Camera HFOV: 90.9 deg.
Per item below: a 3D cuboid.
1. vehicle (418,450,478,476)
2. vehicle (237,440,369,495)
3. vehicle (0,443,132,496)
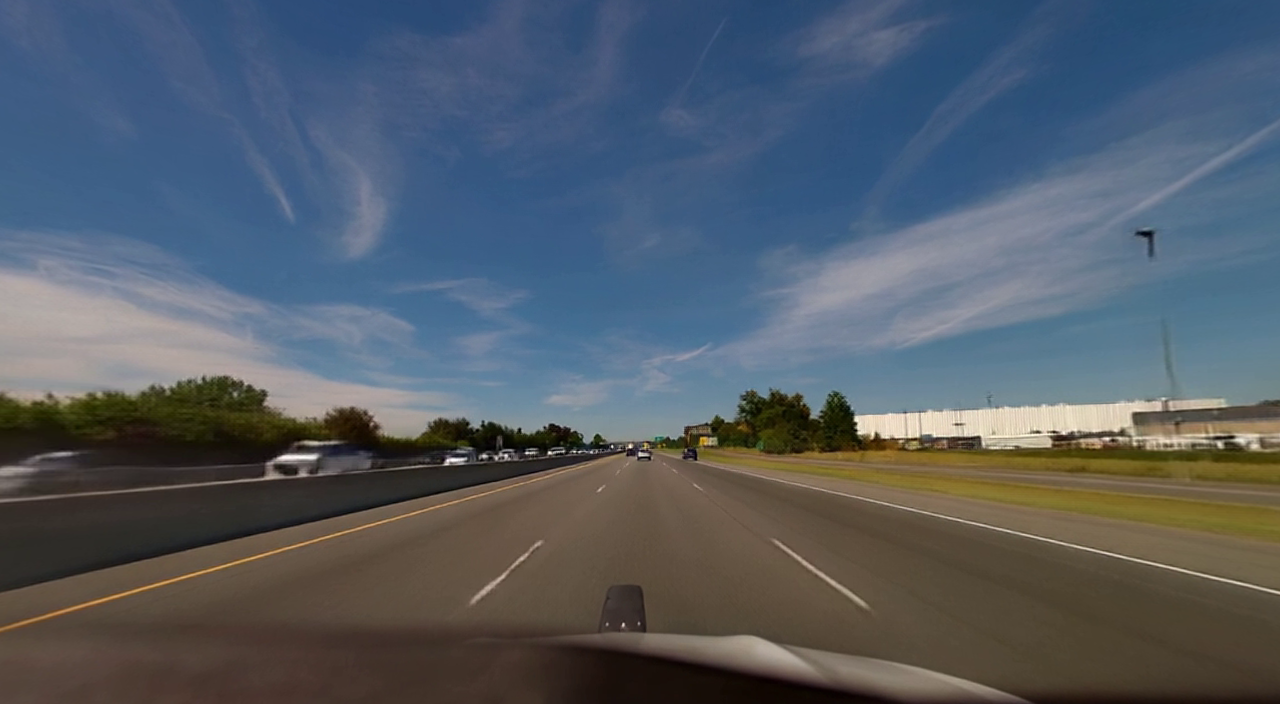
[{"bbox_3d":[-11.265,6.544,37.339,1.982,1.420,4.712,-1,-9,1],"label":"vehicle"},{"bbox_3d":[-10.772,3.721,20.576,1.886,1.568,4.269,0,-9,1],"label":"vehicle"},{"bbox_3d":[-20.392,3.980,21.670,1.924,1.584,4.612,0,-9,0],"label":"vehicle"}]
